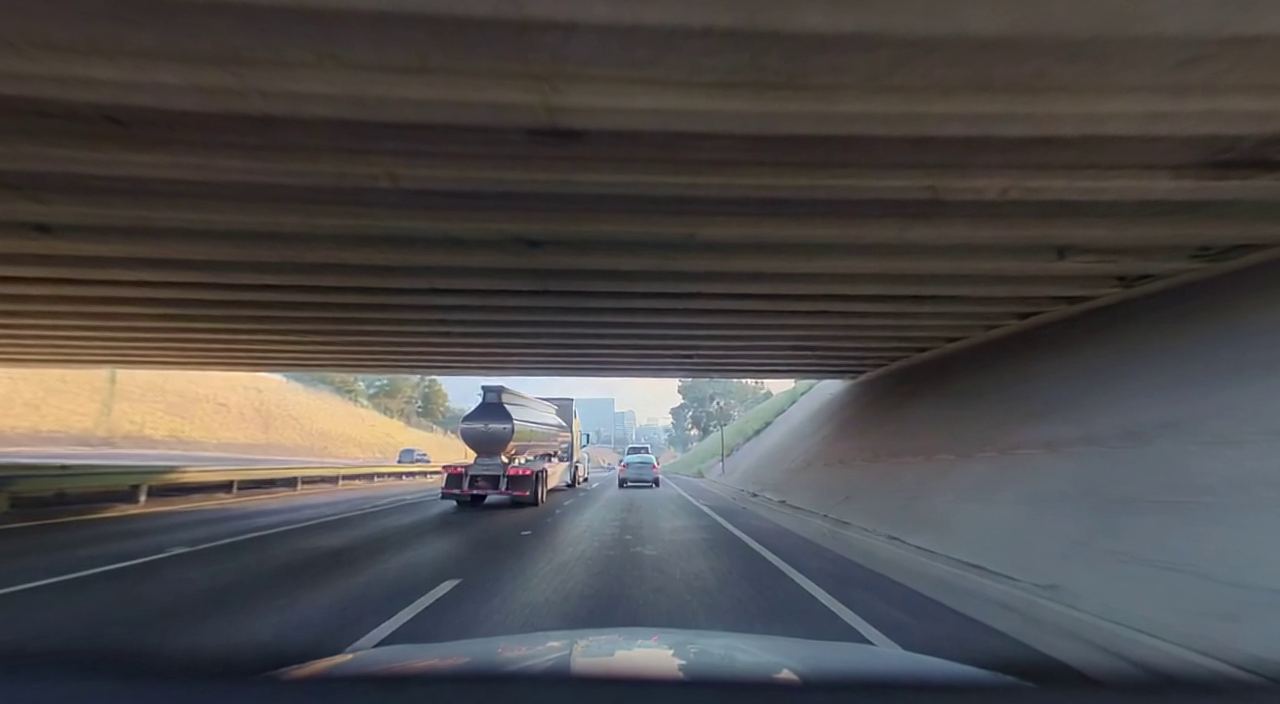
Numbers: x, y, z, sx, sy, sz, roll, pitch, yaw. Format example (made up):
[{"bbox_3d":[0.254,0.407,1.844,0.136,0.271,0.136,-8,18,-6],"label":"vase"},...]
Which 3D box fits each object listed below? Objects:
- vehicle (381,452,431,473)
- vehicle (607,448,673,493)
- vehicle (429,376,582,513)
[{"bbox_3d":[-18.069,8.554,48.996,1.929,1.523,4.108,-1,-9,5],"label":"vehicle"},{"bbox_3d":[-0.058,4.322,23.416,2.215,1.481,4.246,0,-9,-1],"label":"vehicle"},{"bbox_3d":[-4.174,3.514,23.931,2.896,3.563,14.643,0,-9,-1],"label":"vehicle"}]
